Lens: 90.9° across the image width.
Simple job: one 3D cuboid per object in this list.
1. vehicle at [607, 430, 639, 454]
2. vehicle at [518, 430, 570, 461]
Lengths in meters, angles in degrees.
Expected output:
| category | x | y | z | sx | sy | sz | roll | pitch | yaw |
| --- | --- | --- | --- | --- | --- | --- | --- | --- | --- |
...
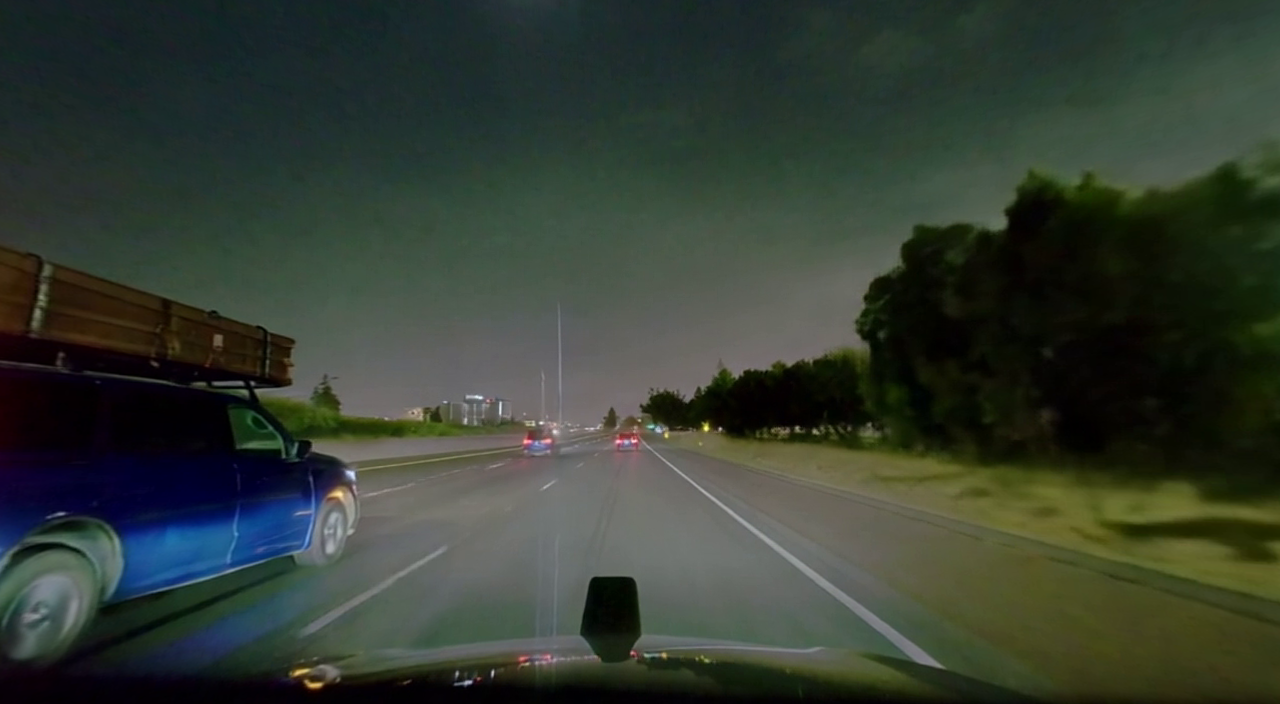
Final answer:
| category | x | y | z | sx | sy | sz | roll | pitch | yaw |
| --- | --- | --- | --- | --- | --- | --- | --- | --- | --- |
| vehicle | -1.185 | 6.446 | 45.236 | 2.151 | 1.618 | 3.898 | 0 | -8 | -1 |
| vehicle | -5.227 | 5.172 | 35.020 | 2.189 | 1.580 | 4.607 | 0 | -8 | 0 |
